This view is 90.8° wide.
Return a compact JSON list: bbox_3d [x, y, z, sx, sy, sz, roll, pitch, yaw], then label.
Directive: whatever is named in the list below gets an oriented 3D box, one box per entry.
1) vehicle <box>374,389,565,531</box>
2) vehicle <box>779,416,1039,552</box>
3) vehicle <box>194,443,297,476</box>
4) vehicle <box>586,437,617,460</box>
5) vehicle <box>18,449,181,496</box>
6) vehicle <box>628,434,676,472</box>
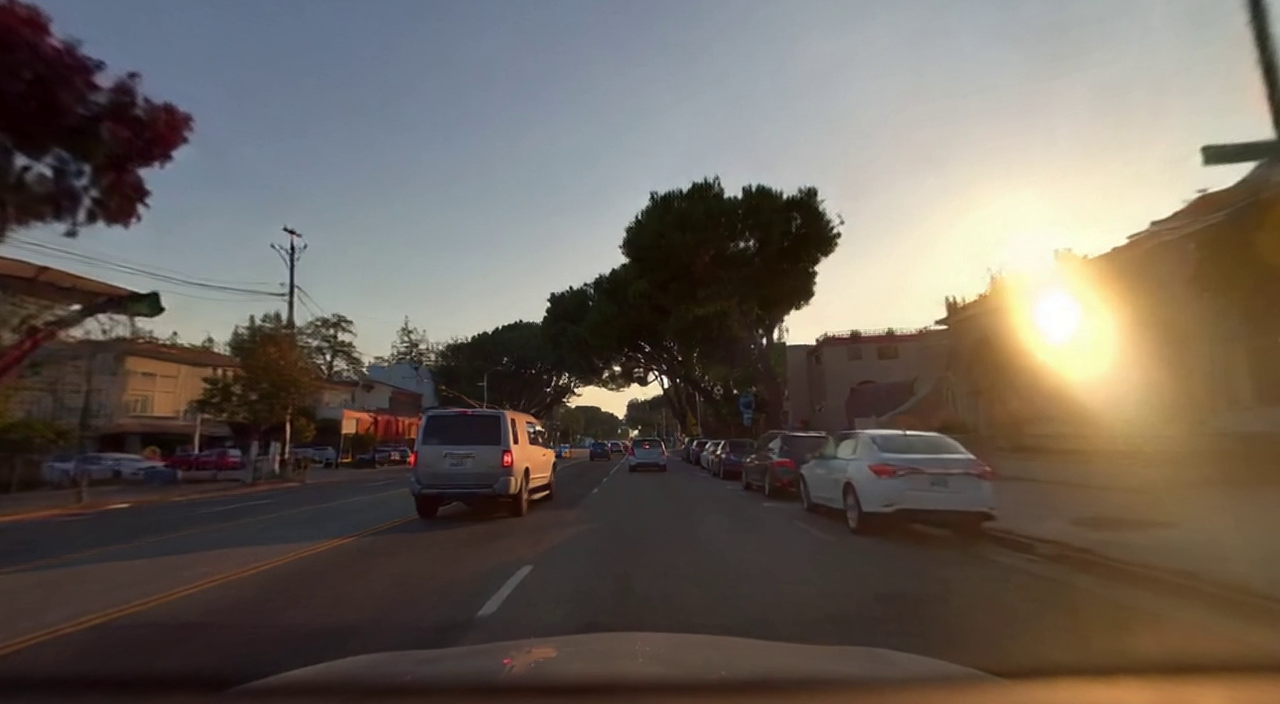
[{"bbox_3d":[-2.876,2.003,12.155,2.213,2.123,5.124,0,-8,0],"label":"vehicle"},{"bbox_3d":[3.825,1.964,10.174,1.947,1.646,4.782,0,-8,-2],"label":"vehicle"},{"bbox_3d":[-23.977,6.519,38.517,4.791,1.928,2.144,0,-8,0],"label":"vehicle"},{"bbox_3d":[-2.913,7.330,48.053,2.028,1.689,4.162,0,-8,1],"label":"vehicle"},{"bbox_3d":[-23.047,5.117,27.097,5.075,1.581,2.063,-3,-8,-2],"label":"vehicle"},{"bbox_3d":[0.524,4.818,30.309,2.126,1.657,4.132,0,-8,-1],"label":"vehicle"}]
